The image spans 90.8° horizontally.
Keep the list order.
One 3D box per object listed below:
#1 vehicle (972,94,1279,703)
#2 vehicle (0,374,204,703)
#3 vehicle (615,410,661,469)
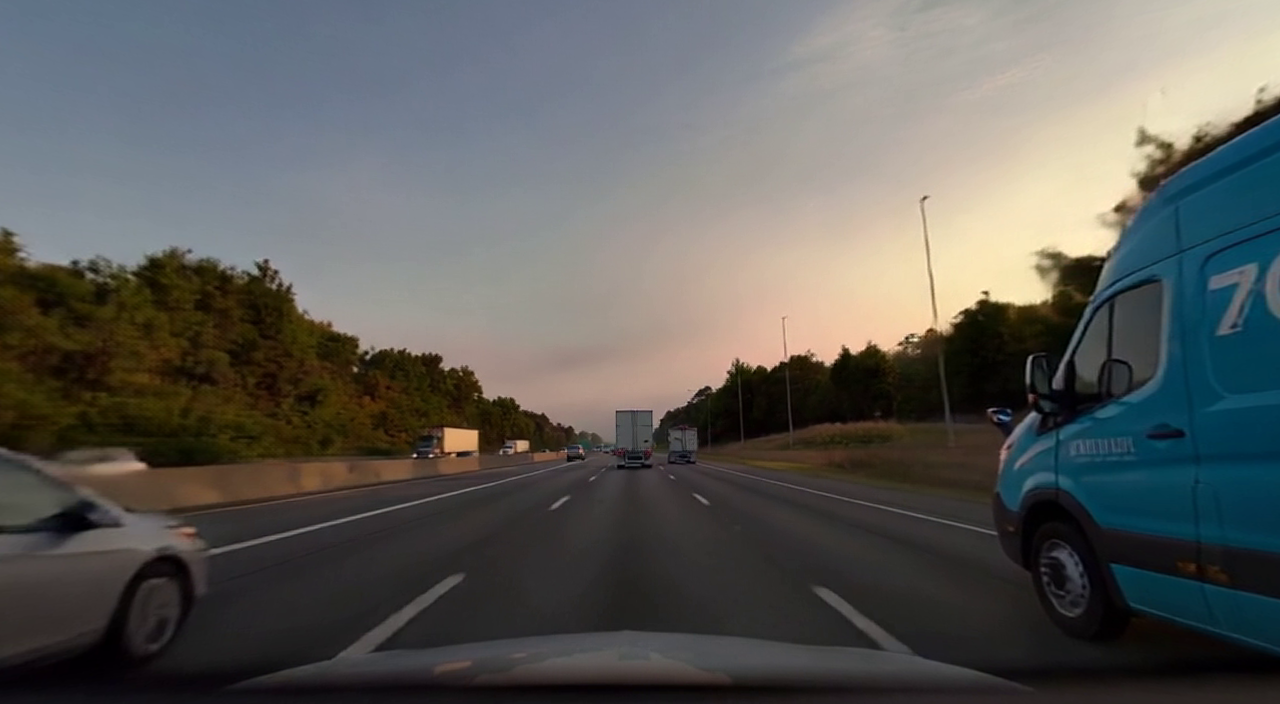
[{"bbox_3d":[3.671,0.205,1.466,2.338,2.690,6.025,0,-9,-1],"label":"vehicle"},{"bbox_3d":[-3.773,0.754,1.529,2.175,1.646,4.525,0,-9,0],"label":"vehicle"},{"bbox_3d":[-0.188,6.947,49.519,3.201,4.019,10.918,0,-9,0],"label":"vehicle"}]
